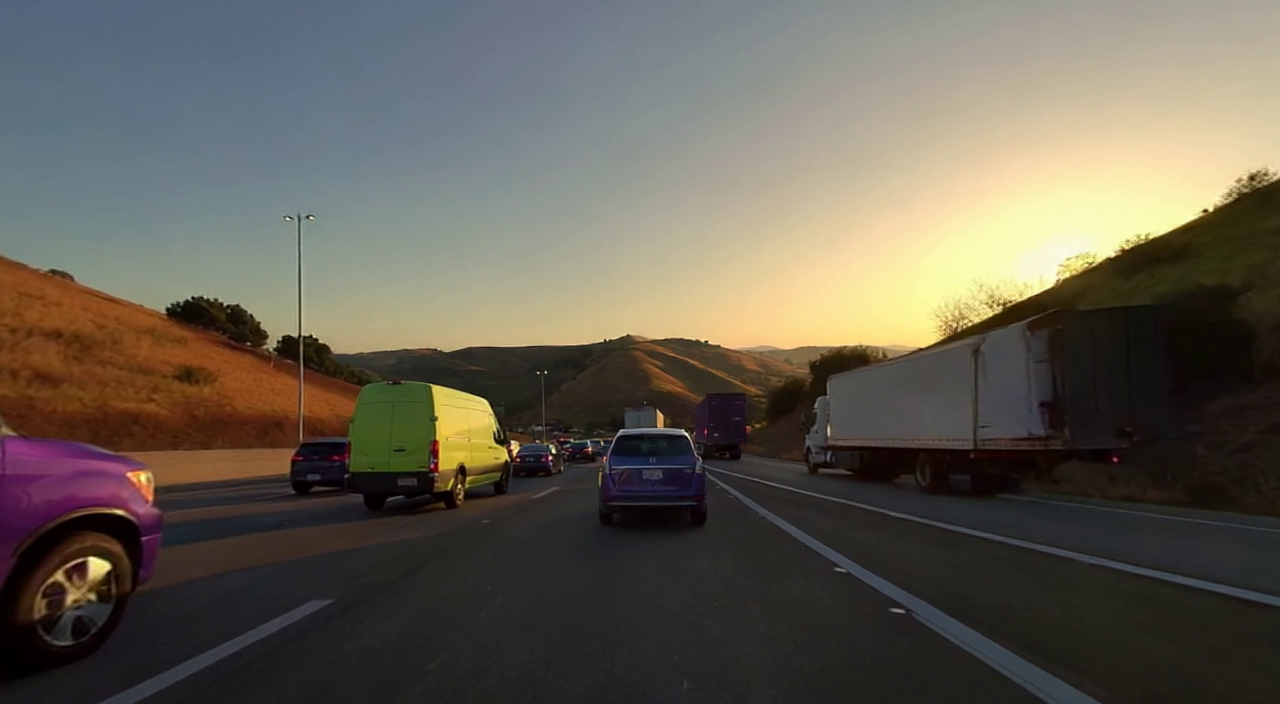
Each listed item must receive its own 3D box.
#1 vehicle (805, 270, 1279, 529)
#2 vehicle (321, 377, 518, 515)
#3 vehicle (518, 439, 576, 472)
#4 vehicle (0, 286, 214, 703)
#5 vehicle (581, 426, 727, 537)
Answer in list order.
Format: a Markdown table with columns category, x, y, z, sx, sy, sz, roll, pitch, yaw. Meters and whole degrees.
| category | x | y | z | sx | sy | sz | roll | pitch | yaw |
| --- | --- | --- | --- | --- | --- | --- | --- | --- | --- |
| vehicle | 7.547 | 1.483 | 15.071 | 2.977 | 3.878 | 11.111 | 1 | -8 | -7 |
| vehicle | -4.595 | 2.136 | 14.467 | 2.300 | 2.522 | 5.701 | -1 | -8 | 1 |
| vehicle | -4.321 | 4.892 | 30.020 | 2.007 | 1.457 | 4.447 | -1 | -8 | 1 |
| vehicle | -4.281 | 0.544 | 1.870 | 2.195 | 2.086 | 5.445 | 0 | -8 | 0 |
| vehicle | 0.153 | 2.071 | 10.679 | 2.003 | 1.499 | 3.930 | 0 | -8 | -1 |
